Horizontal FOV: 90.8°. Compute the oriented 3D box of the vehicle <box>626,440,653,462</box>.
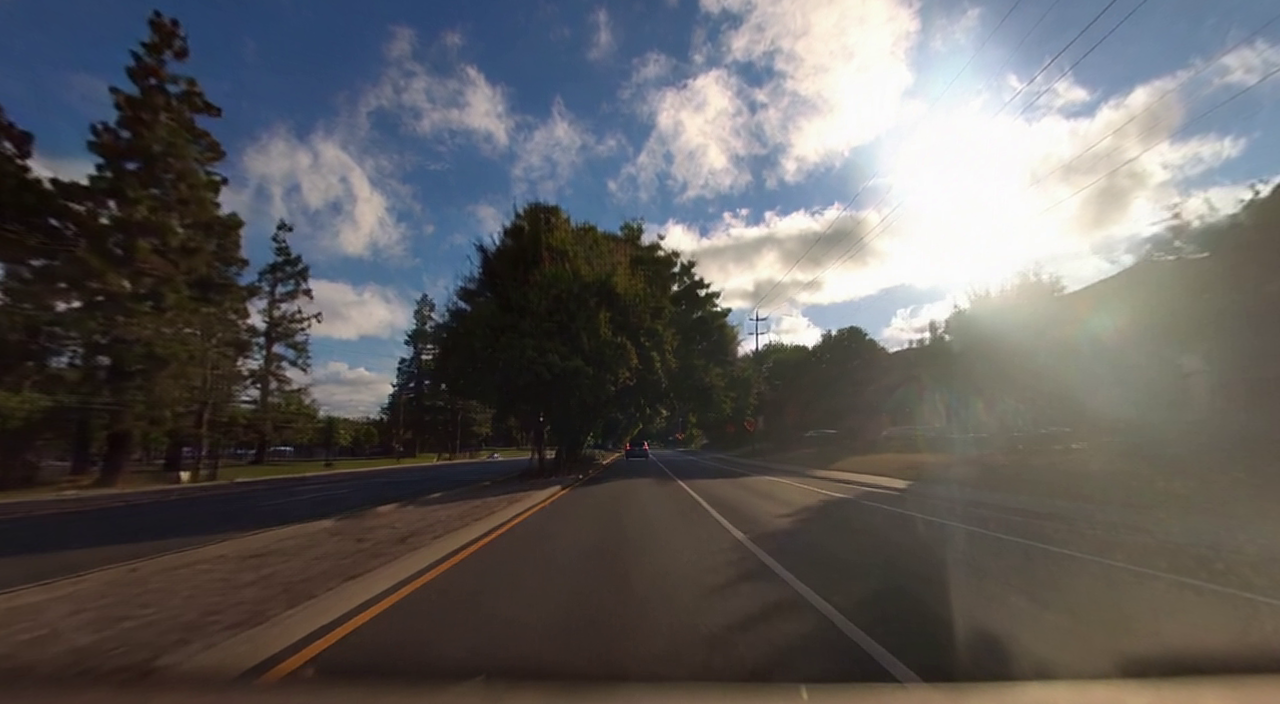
[{"bbox_3d":[-0.019,7.722,49.334,2.016,1.665,3.932,0,-8,-1],"label":"vehicle"}]
